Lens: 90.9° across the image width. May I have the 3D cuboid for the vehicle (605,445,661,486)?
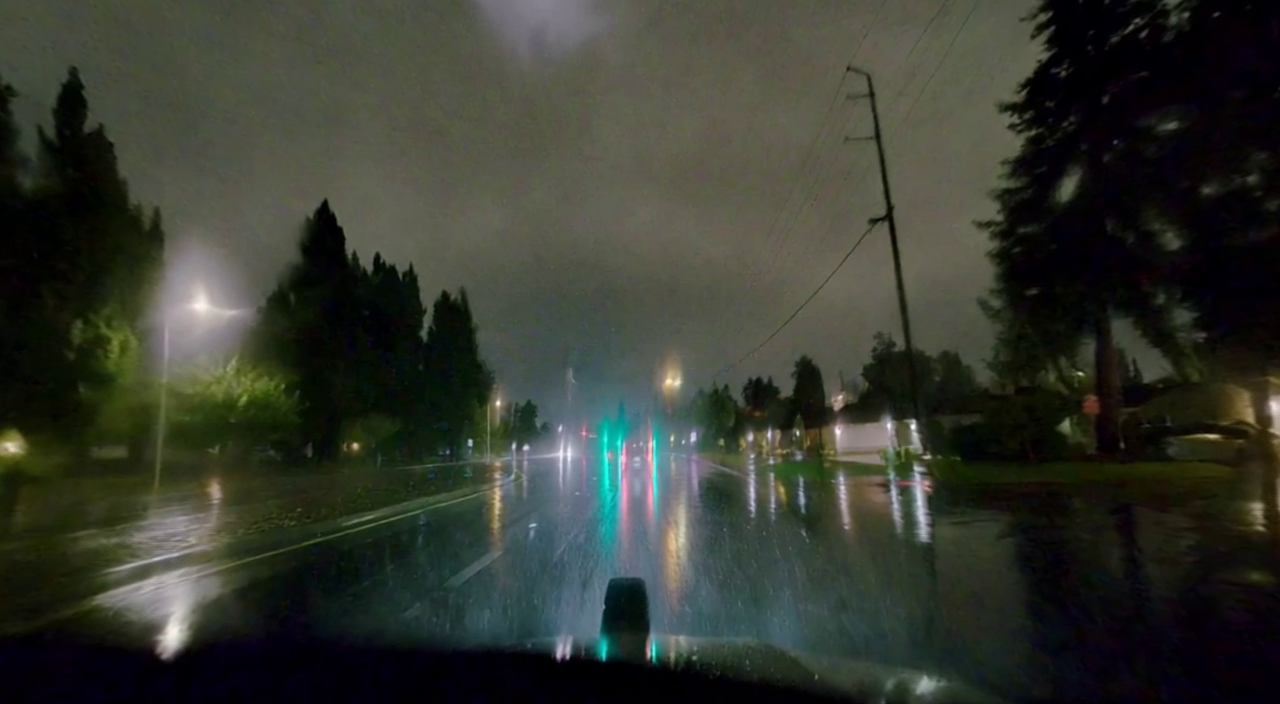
[{"bbox_3d":[-0.228,4.375,24.654,2.009,1.456,4.003,0,-8,1],"label":"vehicle"}]

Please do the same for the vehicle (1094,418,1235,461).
[{"bbox_3d":[21.543,3.638,26.156,1.928,1.614,4.267,1,-8,-5],"label":"vehicle"}]

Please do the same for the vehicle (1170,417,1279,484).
[{"bbox_3d":[19.071,2.878,18.487,5.018,1.844,2.156,0,-8,0],"label":"vehicle"}]
